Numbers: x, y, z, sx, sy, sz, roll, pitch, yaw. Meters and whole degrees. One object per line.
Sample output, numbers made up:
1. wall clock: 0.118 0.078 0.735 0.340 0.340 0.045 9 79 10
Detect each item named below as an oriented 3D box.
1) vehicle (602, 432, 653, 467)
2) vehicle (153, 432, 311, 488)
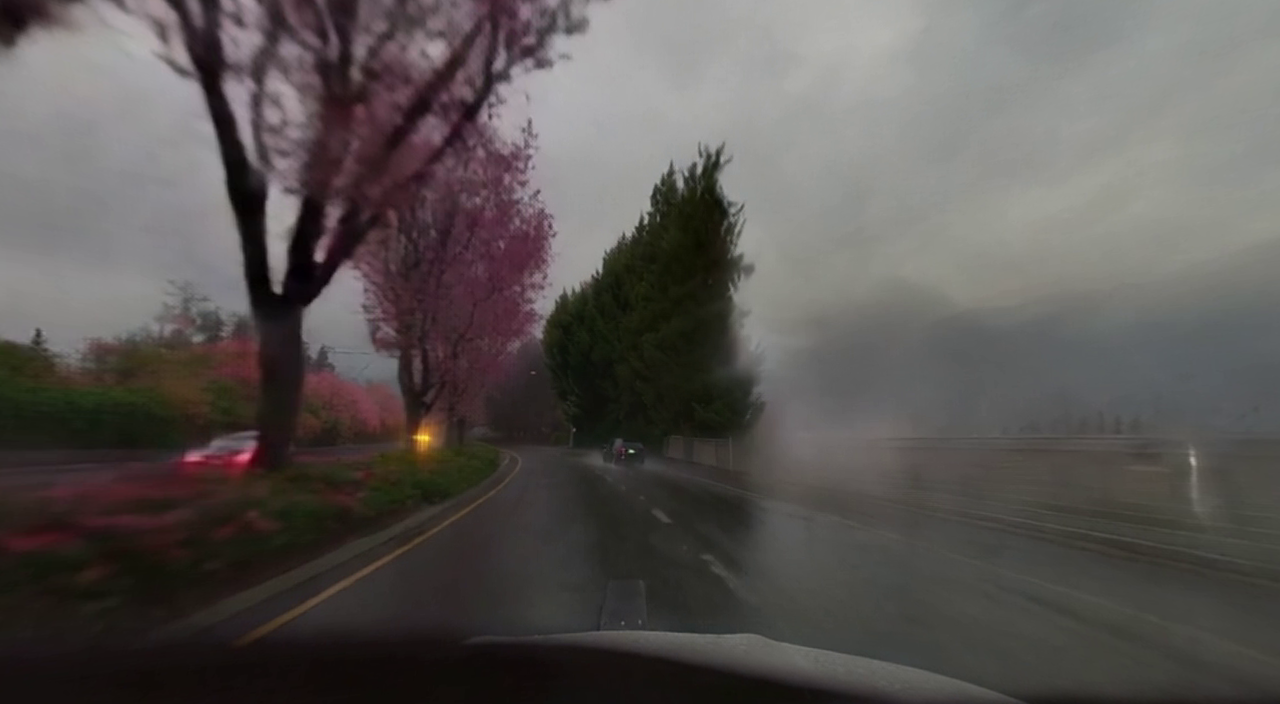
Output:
1. vehicle: -0.817 5.600 36.138 2.166 1.828 4.607 2 -9 -11
2. vehicle: -12.073 3.211 19.040 2.067 1.468 4.665 1 -9 -6
